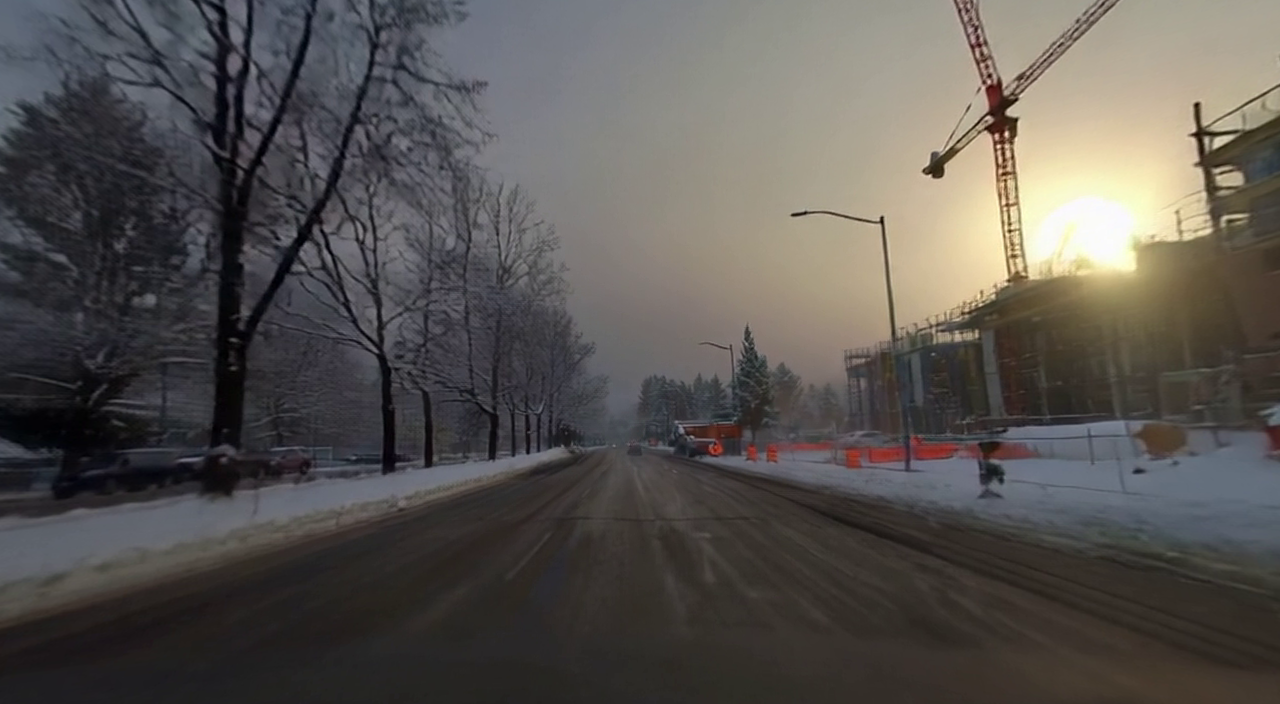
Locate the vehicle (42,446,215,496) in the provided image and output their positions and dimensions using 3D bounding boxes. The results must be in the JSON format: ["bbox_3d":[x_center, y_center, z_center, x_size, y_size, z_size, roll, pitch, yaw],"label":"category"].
[{"bbox_3d":[-21.825,5.044,27.361,2.328,1.918,5.628,-1,-9,7],"label":"vehicle"}]

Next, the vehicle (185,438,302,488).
[{"bbox_3d":[-18.111,5.045,29.166,2.286,2.069,5.077,0,-8,-3],"label":"vehicle"}]
